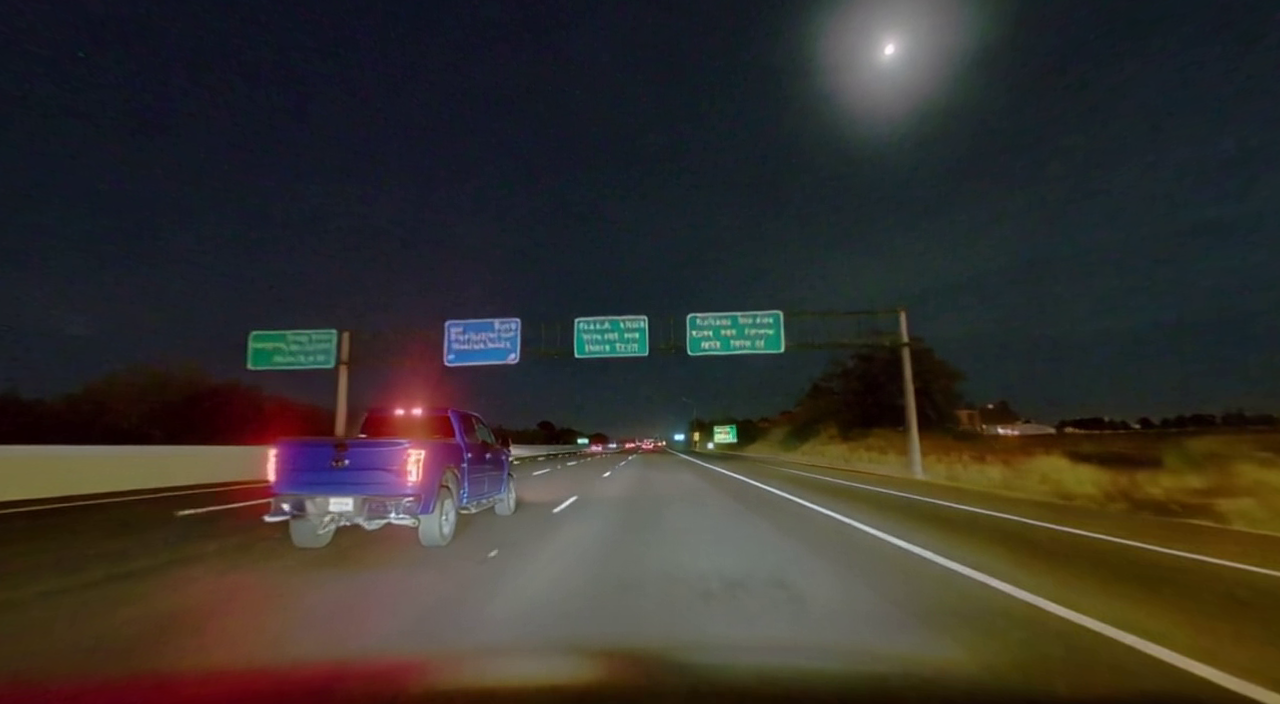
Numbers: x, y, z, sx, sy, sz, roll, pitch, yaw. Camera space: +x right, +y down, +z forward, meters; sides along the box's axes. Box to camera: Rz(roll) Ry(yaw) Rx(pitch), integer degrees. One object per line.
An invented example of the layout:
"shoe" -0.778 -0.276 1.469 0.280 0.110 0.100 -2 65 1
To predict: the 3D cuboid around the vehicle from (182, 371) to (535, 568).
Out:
"vehicle" -3.501 1.683 9.807 2.601 2.084 6.068 0 -8 1
